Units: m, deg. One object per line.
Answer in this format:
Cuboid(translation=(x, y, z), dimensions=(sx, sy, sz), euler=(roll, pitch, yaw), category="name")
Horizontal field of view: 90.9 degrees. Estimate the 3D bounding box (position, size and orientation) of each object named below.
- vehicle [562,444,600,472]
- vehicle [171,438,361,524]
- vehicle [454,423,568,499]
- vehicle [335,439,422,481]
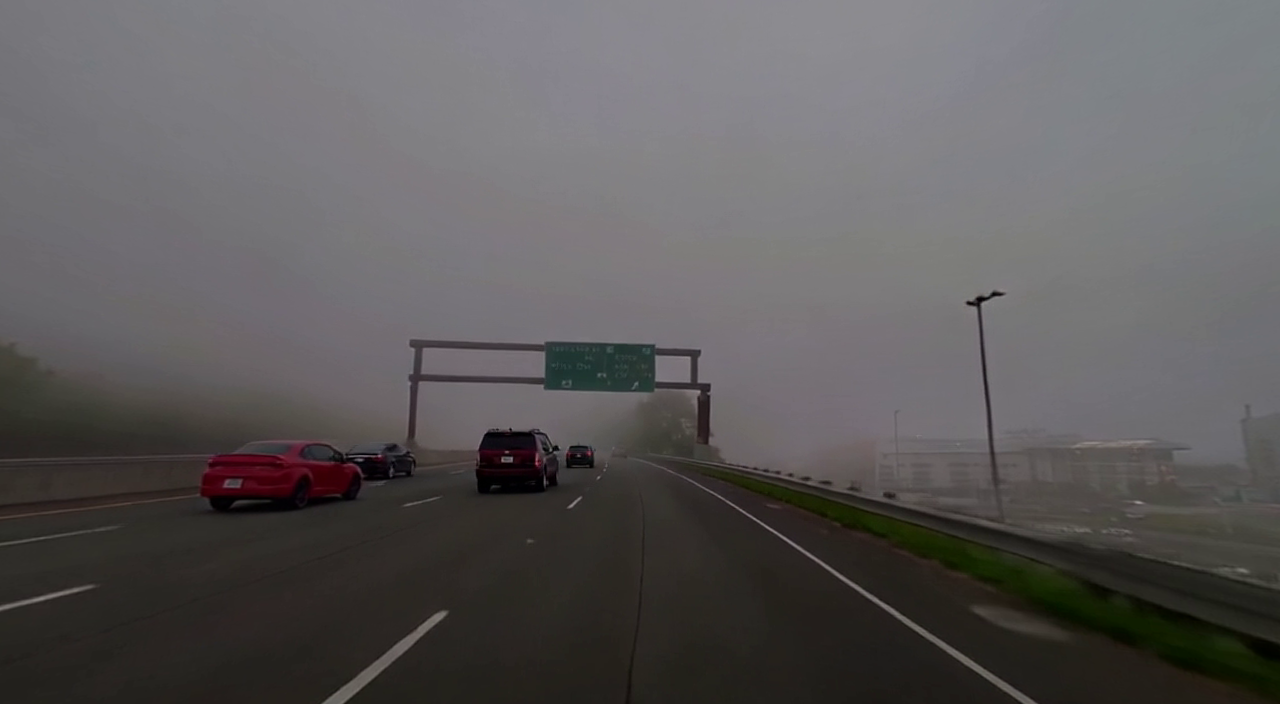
Cuboid(translation=(-3.519, 6.426, 38.453), dimensions=(1.955, 1.614, 3.817), euler=(0, -8, 0), category="vehicle")
Cuboid(translation=(-7.424, 2.542, 12.966), dimensions=(1.796, 1.509, 3.393), euler=(0, -8, 0), category="vehicle")
Cuboid(translation=(-3.702, 3.251, 19.293), dimensions=(2.301, 1.985, 5.247), euler=(0, -8, 1), category="vehicle")
Cuboid(translation=(-11.334, 4.696, 27.656), dimensions=(1.919, 1.665, 4.394), euler=(0, -8, 0), category="vehicle")
